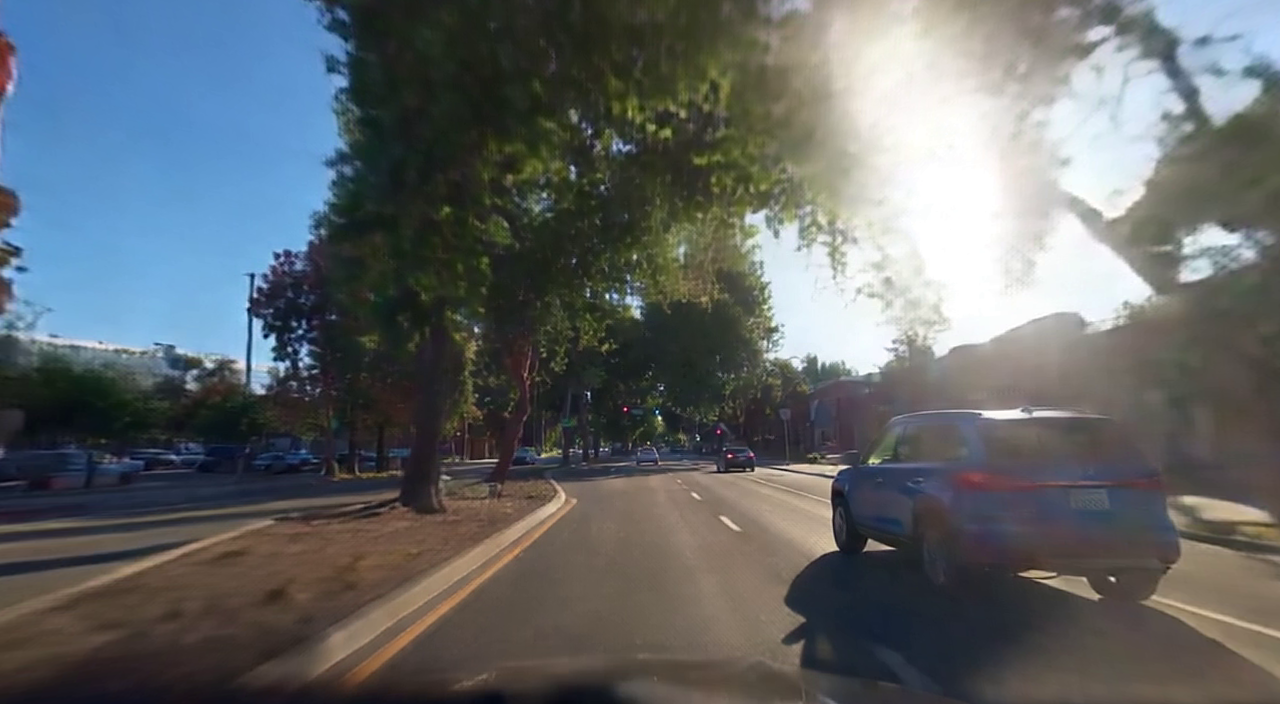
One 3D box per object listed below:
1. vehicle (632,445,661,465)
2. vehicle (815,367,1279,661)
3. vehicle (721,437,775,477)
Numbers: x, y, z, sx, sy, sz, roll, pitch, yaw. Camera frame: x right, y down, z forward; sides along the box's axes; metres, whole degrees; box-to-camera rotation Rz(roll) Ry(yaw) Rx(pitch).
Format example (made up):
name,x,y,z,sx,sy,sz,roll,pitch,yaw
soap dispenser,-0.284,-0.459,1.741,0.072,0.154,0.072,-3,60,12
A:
name,x,y,z,sx,sy,sz,roll,pitch,yaw
vehicle,0.527,7.882,48.286,2.131,1.474,4.146,0,-8,1
vehicle,3.393,1.344,6.255,2.033,1.865,4.360,0,-8,0
vehicle,5.338,5.259,31.840,2.085,1.828,5.383,0,-8,3
